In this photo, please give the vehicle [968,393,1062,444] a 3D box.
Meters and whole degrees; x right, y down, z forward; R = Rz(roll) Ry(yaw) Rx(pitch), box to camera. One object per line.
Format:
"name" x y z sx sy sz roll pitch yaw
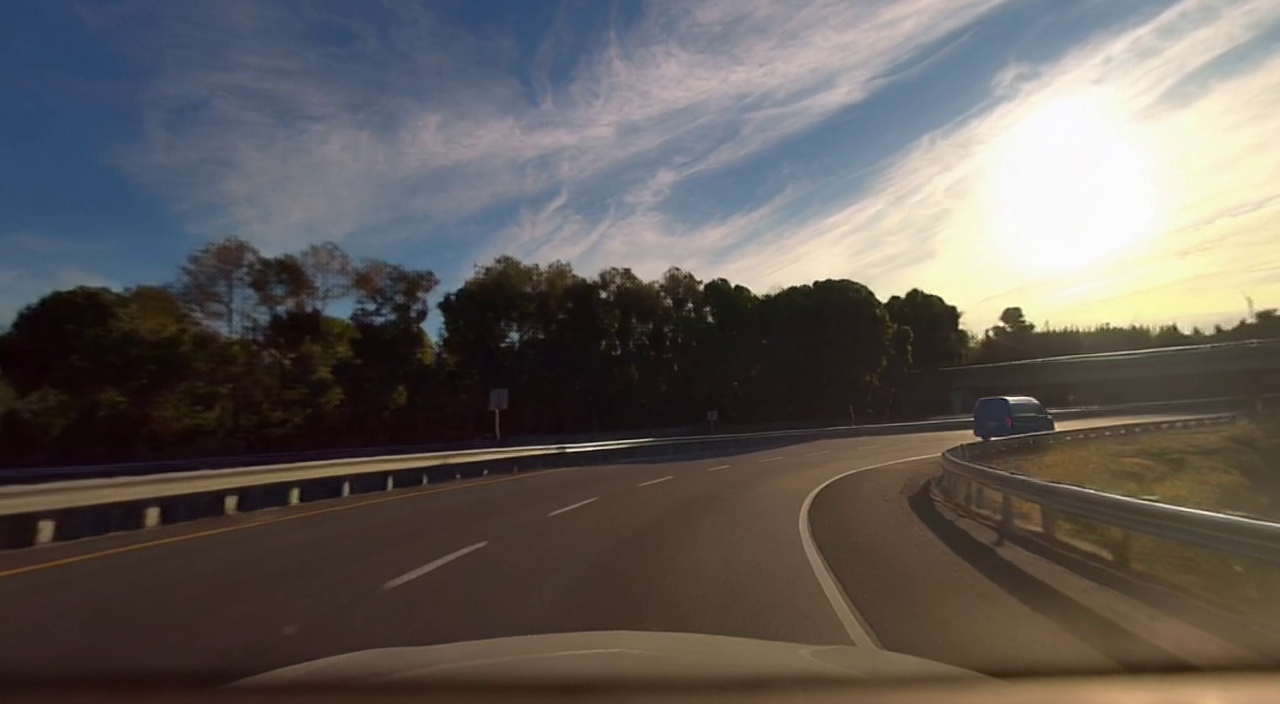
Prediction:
"vehicle" 20.580 3.698 34.524 5.330 2.577 2.352 5 -9 -35
